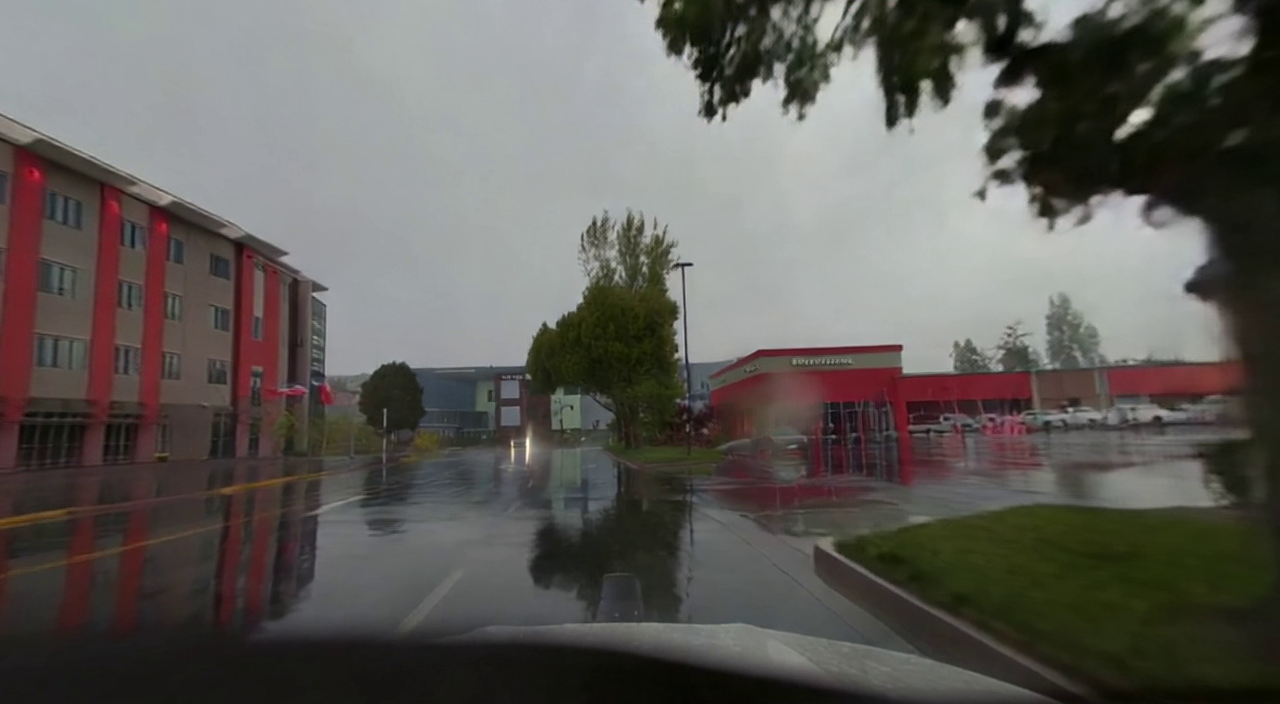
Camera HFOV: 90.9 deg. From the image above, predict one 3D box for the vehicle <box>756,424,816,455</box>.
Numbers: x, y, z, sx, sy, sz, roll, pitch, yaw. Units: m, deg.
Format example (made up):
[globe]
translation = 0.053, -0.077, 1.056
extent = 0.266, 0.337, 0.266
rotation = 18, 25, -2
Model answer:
[vehicle]
translation = 7.460, 4.524, 32.579
extent = 1.769, 1.516, 3.520
rotation = 0, -8, -9
